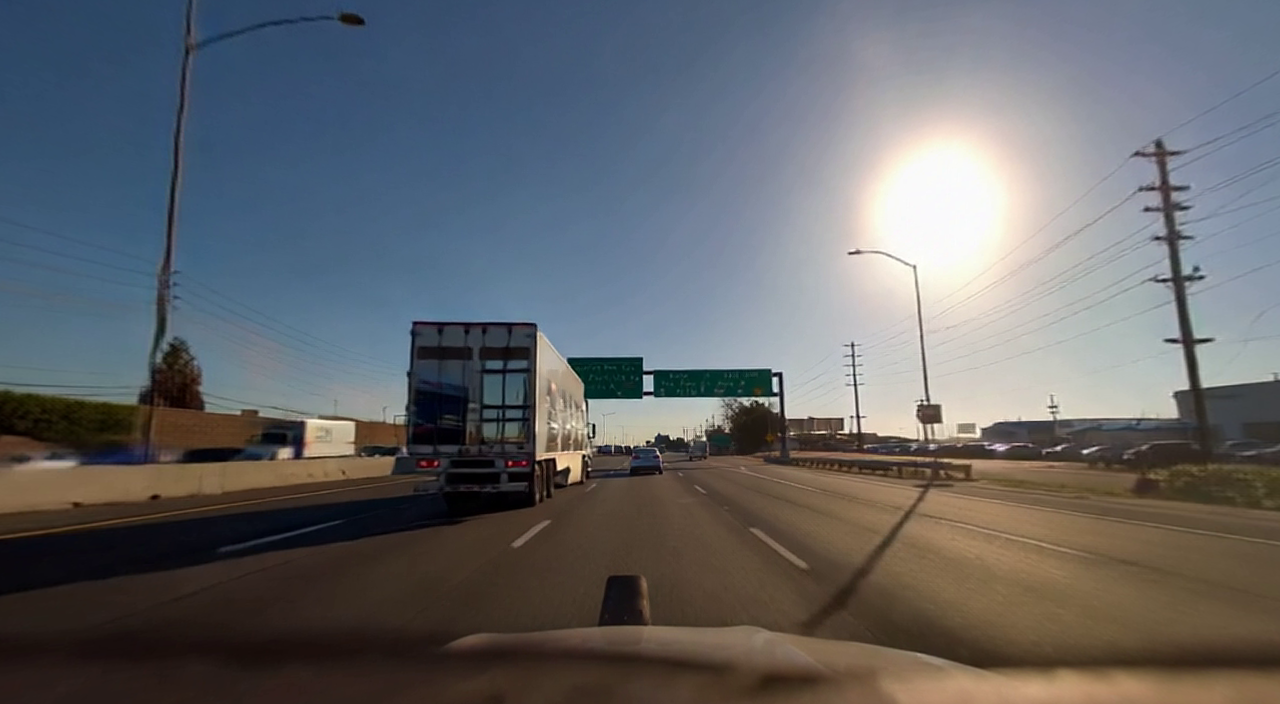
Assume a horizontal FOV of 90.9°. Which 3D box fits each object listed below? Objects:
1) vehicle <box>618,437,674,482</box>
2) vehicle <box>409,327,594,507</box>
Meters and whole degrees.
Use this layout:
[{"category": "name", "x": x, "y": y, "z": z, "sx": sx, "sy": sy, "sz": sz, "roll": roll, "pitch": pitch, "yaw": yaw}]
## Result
[{"category": "vehicle", "x": 0.244, "y": 4.728, "z": 28.075, "sx": 2.279, "sy": 1.837, "sz": 4.747, "roll": 0, "pitch": -8, "yaw": 0}, {"category": "vehicle", "x": -3.870, "y": 2.711, "z": 23.234, "sx": 2.888, "sy": 4.308, "sz": 16.259, "roll": 0, "pitch": -8, "yaw": 1}]
